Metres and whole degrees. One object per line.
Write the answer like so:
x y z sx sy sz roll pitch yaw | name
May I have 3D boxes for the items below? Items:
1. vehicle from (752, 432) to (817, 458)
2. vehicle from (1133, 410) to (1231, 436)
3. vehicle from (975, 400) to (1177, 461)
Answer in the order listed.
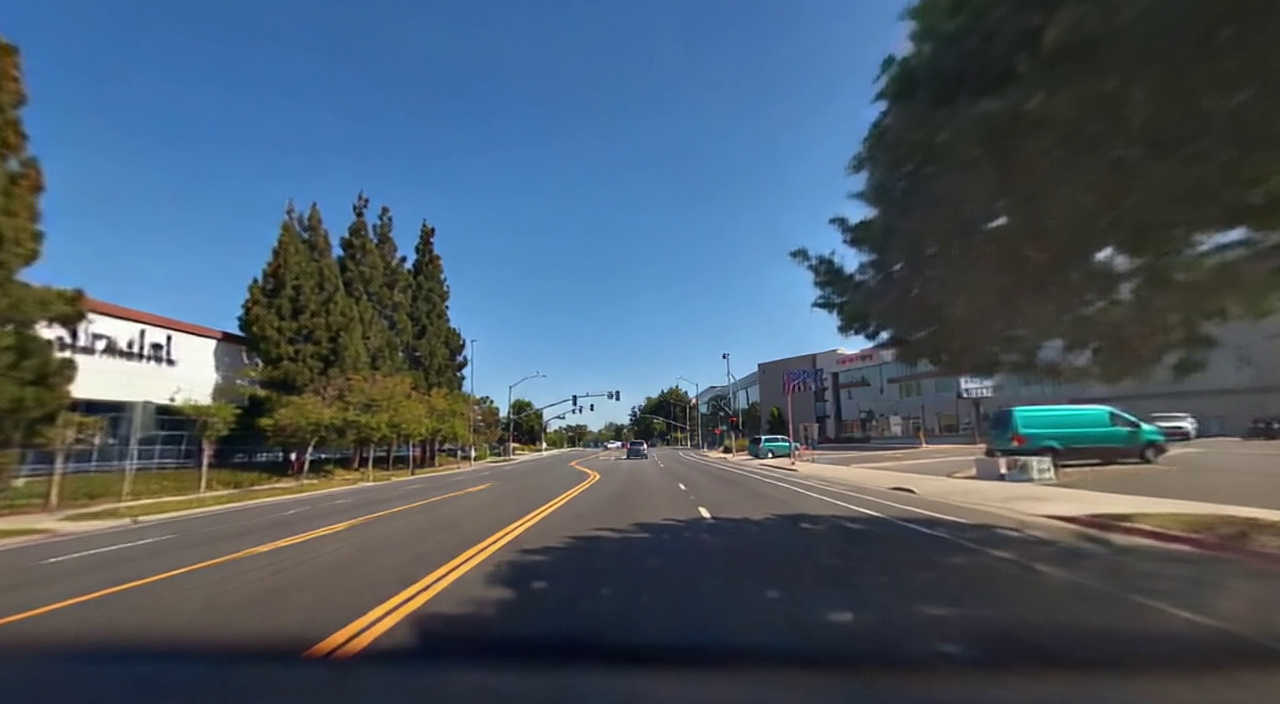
10.950 7.022 47.531 4.635 1.821 2.087 6 -10 -33 | vehicle
36.156 4.787 42.097 1.947 1.592 4.418 4 -9 -24 | vehicle
15.812 2.915 23.134 5.546 2.117 2.443 0 -8 0 | vehicle
